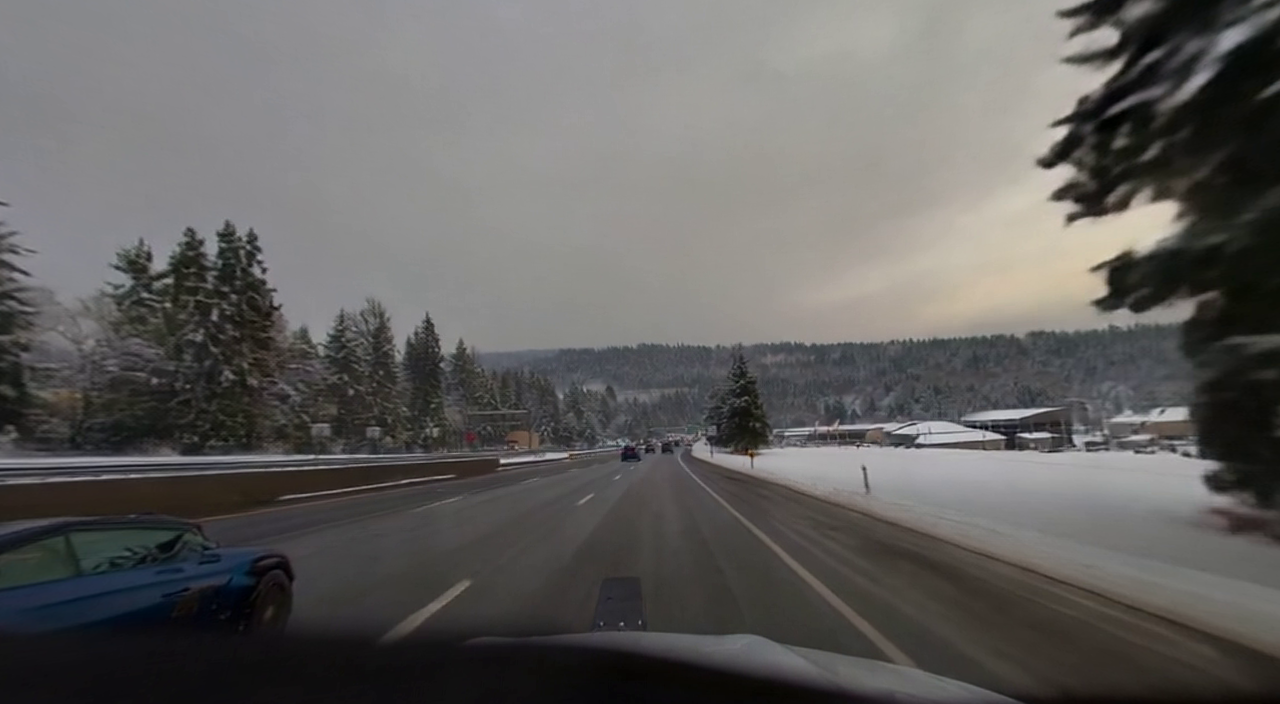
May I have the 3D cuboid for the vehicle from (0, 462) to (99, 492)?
[{"bbox_3d":[-34.691,7.249,36.831,1.852,1.443,4.431,-2,-8,8],"label":"vehicle"}]

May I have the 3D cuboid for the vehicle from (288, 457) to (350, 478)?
[{"bbox_3d":[-24.993,8.968,49.297,1.964,1.444,4.565,-2,-8,8],"label":"vehicle"}]
